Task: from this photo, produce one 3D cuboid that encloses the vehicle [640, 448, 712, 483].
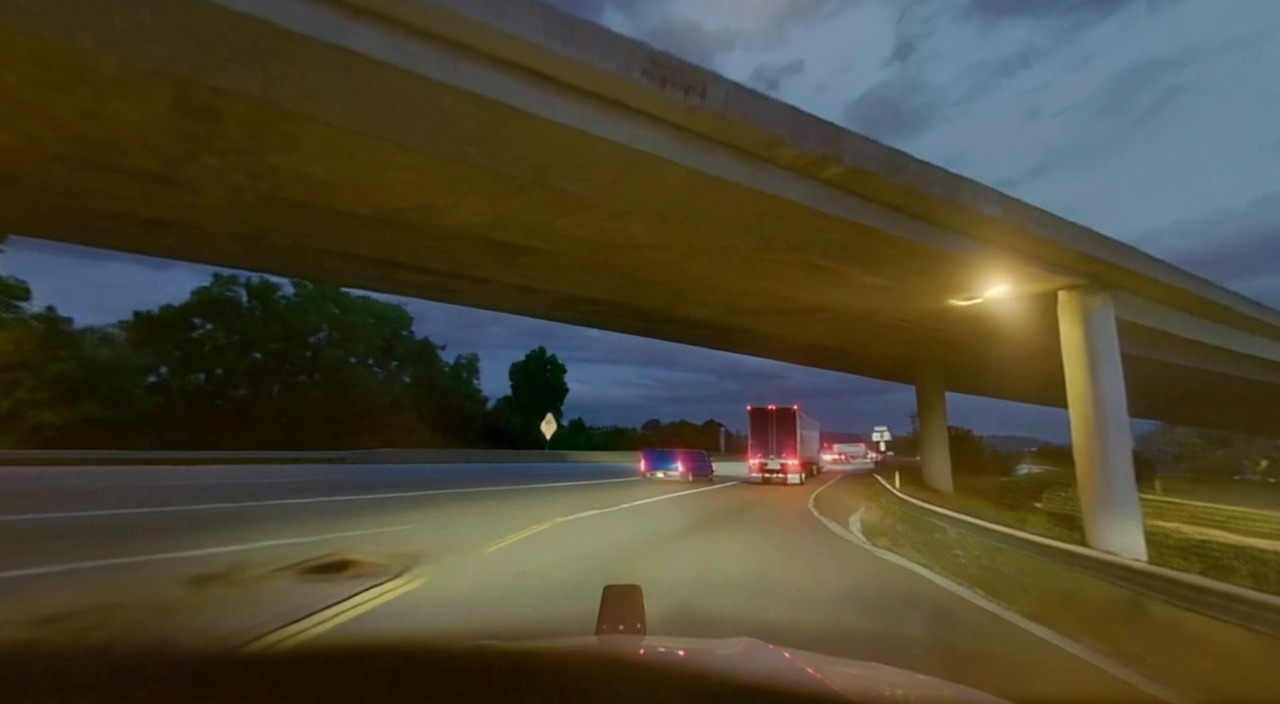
[{"bbox_3d":[1.705,5.127,28.673,1.940,1.444,4.024,-4,-10,24],"label":"vehicle"}]
